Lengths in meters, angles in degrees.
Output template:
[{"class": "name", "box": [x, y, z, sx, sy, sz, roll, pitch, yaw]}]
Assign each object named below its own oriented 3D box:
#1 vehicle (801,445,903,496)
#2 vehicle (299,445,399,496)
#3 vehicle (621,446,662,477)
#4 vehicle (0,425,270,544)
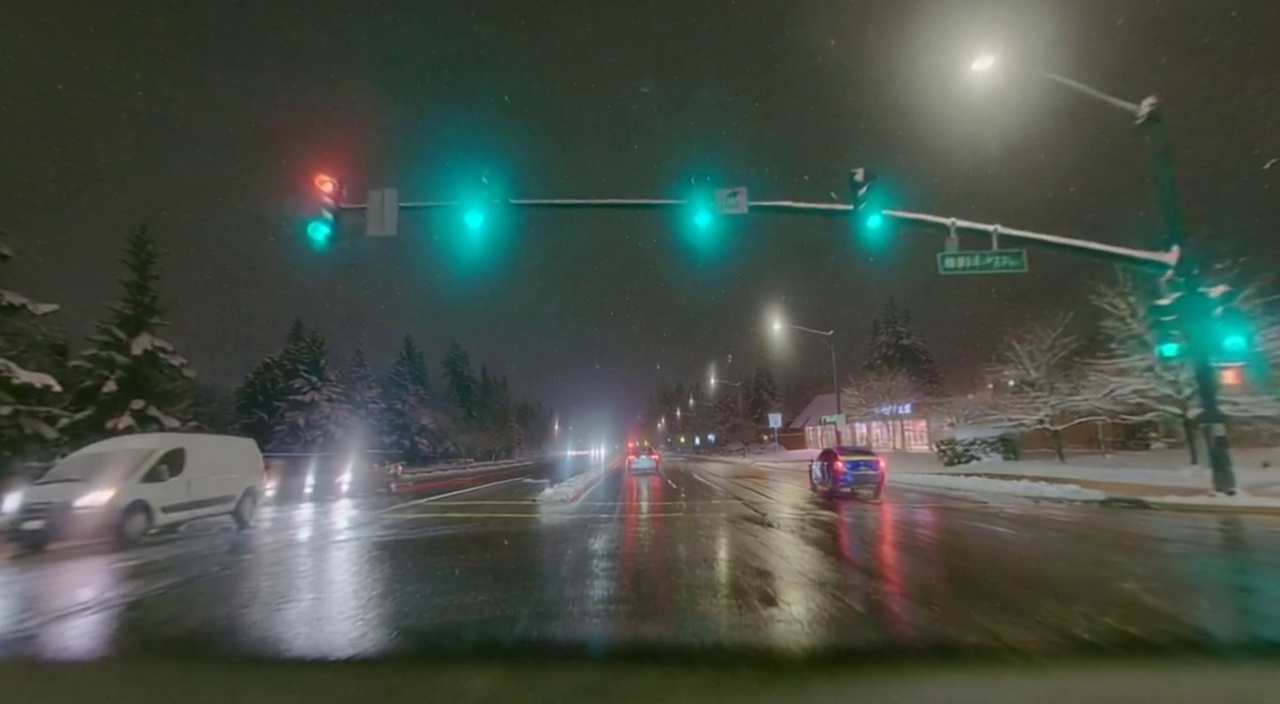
[{"class": "vehicle", "box": [6.744, 3.788, 20.604, 1.849, 1.464, 4.119, 0, -8, 0]}, {"class": "vehicle", "box": [-10.937, 4.436, 24.103, 1.911, 1.779, 4.067, 0, -8, -1]}, {"class": "vehicle", "box": [0.028, 5.716, 33.252, 2.027, 1.494, 3.942, 0, -8, -1]}, {"class": "vehicle", "box": [-10.920, 2.715, 13.800, 2.345, 2.052, 5.396, 0, -8, 0]}]
